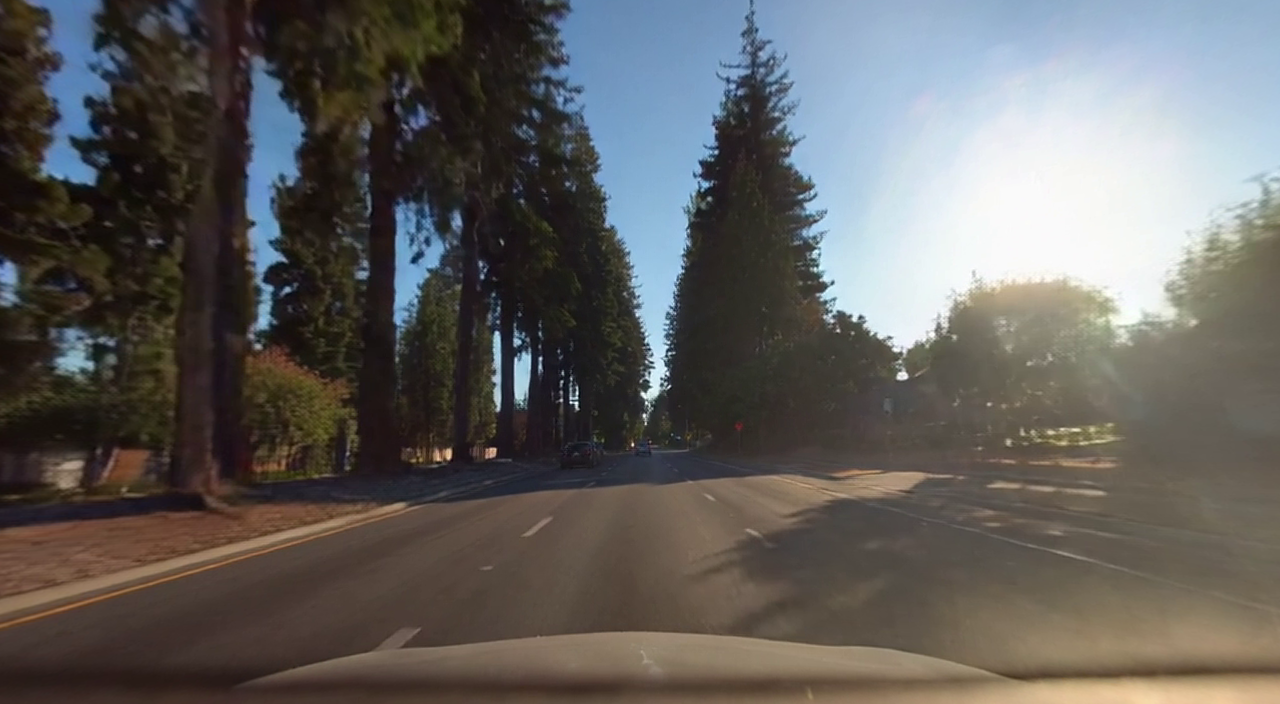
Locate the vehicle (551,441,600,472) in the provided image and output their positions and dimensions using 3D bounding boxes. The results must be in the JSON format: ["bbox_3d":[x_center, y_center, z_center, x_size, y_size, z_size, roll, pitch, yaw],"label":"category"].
[{"bbox_3d":[-3.282,5.418,32.862,2.021,1.466,4.330,0,-9,1],"label":"vehicle"}]
